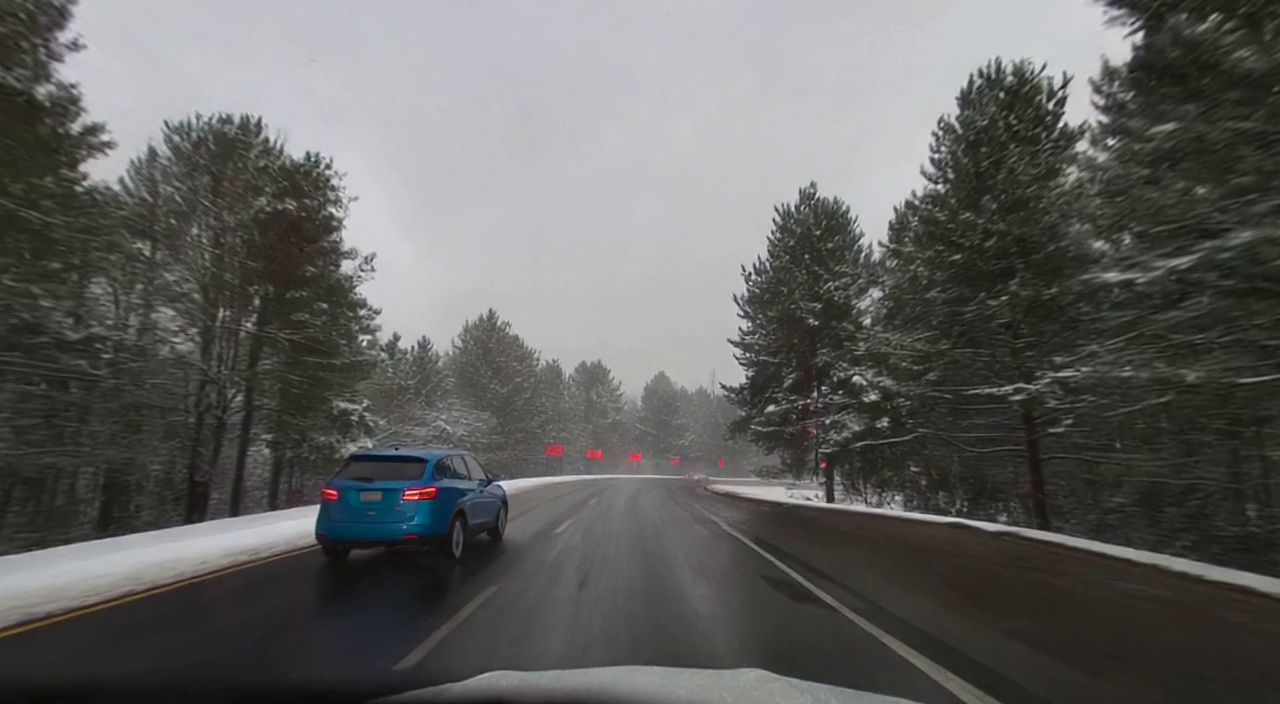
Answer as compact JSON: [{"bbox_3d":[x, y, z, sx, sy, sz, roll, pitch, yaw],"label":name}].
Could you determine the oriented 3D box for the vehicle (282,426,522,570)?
[{"bbox_3d":[-3.286,2.165,9.884,1.997,1.692,4.422,1,-10,0],"label":"vehicle"}]
